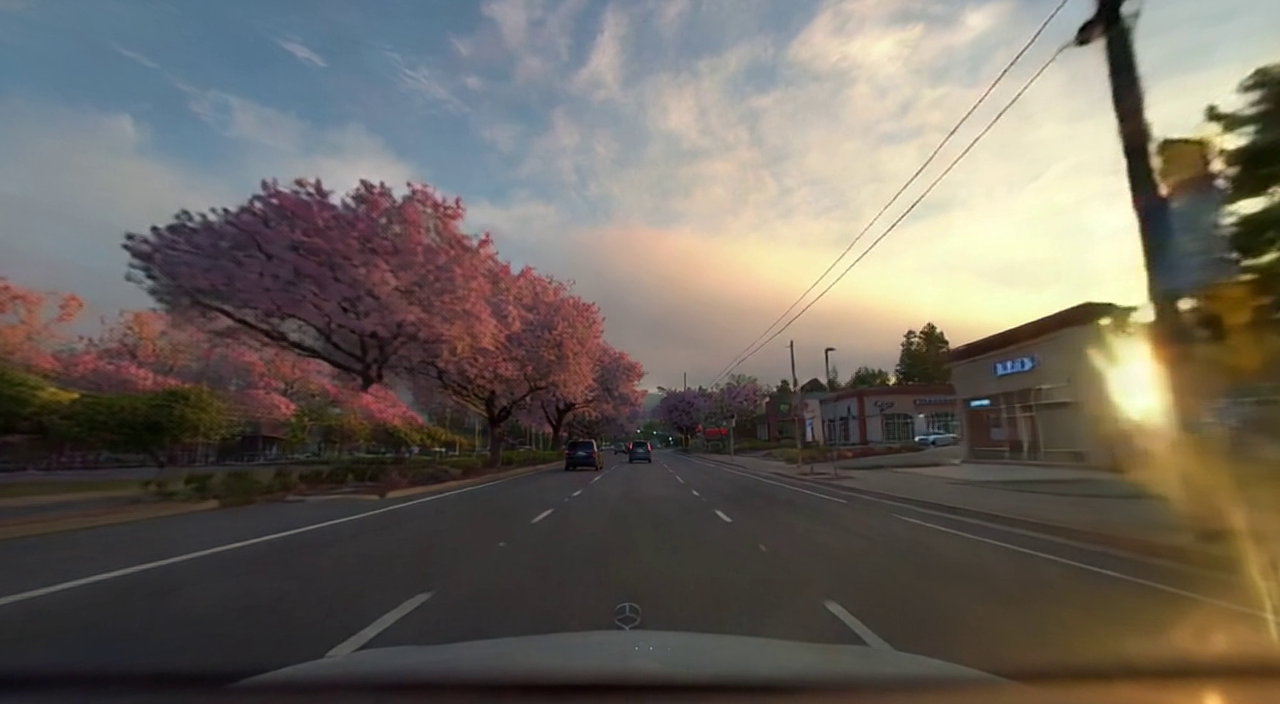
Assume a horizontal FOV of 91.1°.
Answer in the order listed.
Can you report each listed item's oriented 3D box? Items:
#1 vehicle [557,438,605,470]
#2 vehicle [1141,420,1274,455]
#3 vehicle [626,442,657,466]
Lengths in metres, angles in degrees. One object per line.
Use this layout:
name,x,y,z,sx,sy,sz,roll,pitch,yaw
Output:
vehicle,-3.620,6.407,39.533,2.453,1.844,4.751,0,-8,1
vehicle,25.301,3.887,28.234,1.728,1.443,4.505,0,-8,-1
vehicle,0.094,7.547,46.504,2.149,1.701,4.379,0,-8,0
